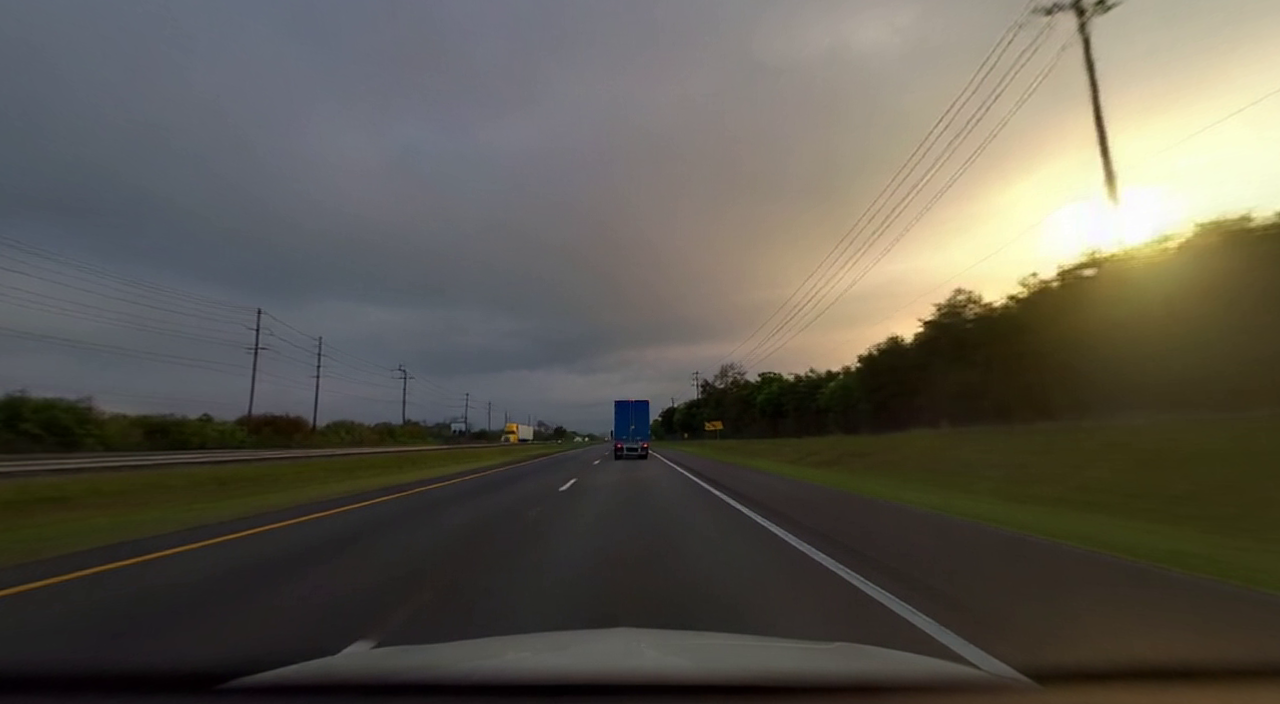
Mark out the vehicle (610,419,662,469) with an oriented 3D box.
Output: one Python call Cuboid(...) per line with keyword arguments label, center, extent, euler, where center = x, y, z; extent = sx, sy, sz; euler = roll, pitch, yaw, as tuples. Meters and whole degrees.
Cuboid(label="vehicle", center=(-0.270, 4.345, 29.728), extent=(2.240, 2.129, 4.480), euler=(0, -8, -2))
